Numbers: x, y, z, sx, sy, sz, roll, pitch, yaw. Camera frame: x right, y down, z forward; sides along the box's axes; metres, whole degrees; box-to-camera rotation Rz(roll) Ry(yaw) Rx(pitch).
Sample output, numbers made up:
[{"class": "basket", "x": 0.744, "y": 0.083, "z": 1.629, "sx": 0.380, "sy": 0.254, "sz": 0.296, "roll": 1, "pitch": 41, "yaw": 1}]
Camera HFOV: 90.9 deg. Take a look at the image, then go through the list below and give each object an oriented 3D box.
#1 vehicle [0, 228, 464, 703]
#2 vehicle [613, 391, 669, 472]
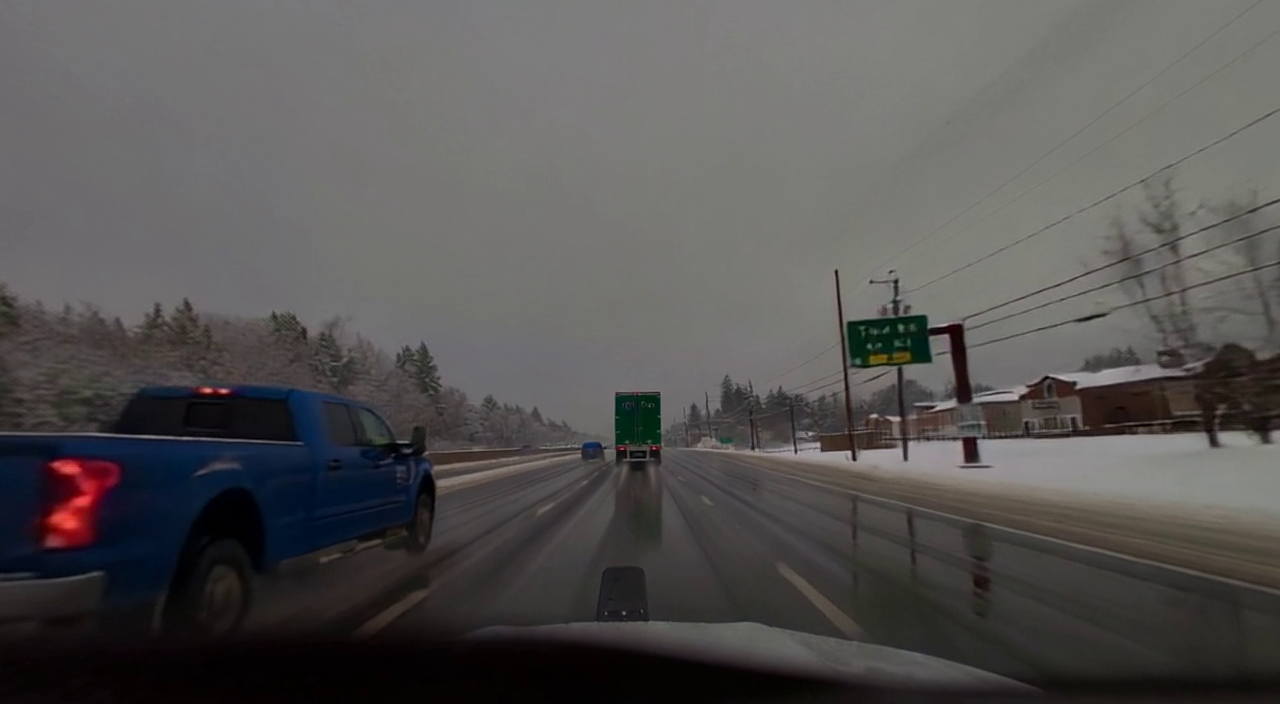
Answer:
[{"class": "vehicle", "x": -3.718, "y": 1.014, "z": 4.979, "sx": 2.749, "sy": 2.141, "sz": 6.515, "roll": 0, "pitch": -8, "yaw": 0}, {"class": "vehicle", "x": 0.046, "y": 5.026, "z": 38.947, "sx": 2.879, "sy": 4.085, "sz": 13.125, "roll": 0, "pitch": -8, "yaw": 0}]
